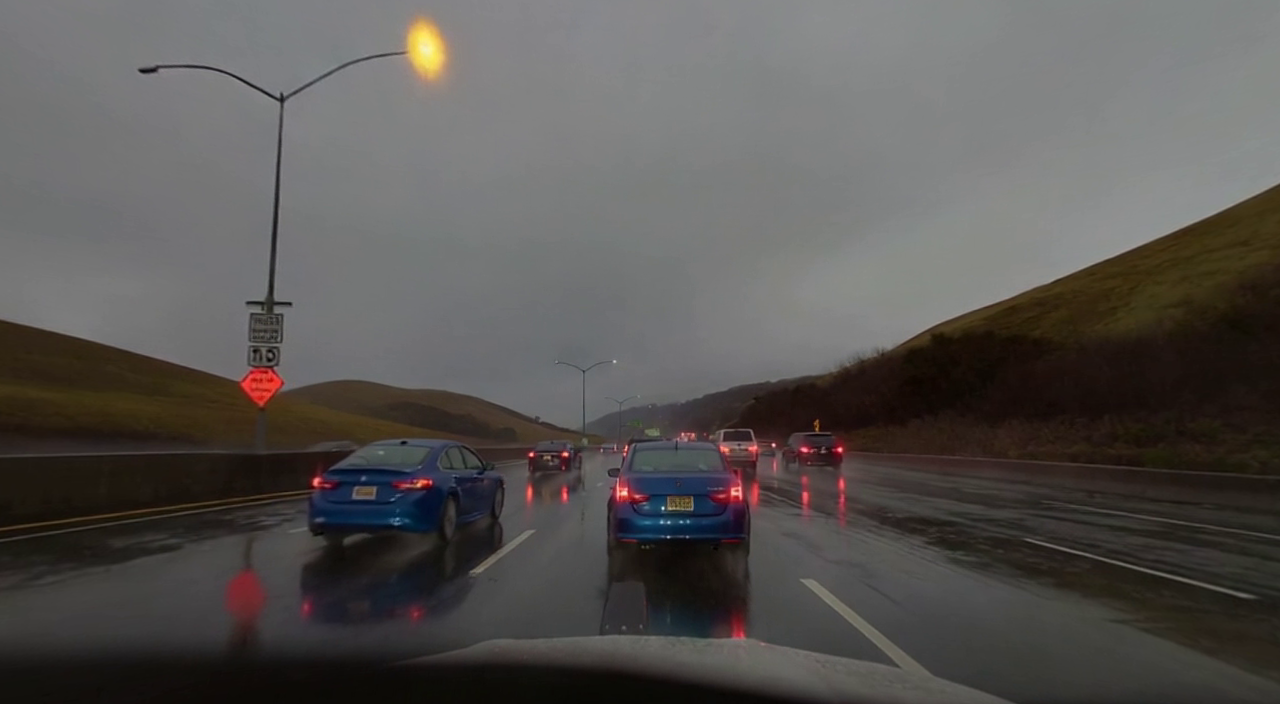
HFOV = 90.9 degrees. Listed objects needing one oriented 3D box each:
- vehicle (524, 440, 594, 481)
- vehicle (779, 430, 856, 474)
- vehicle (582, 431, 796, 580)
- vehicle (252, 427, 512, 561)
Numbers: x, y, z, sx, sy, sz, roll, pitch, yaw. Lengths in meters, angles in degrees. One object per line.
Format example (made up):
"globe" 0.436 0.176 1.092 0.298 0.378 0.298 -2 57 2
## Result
"vehicle" -3.085 4.233 24.873 2.017 1.446 4.384 -1 -8 2
"vehicle" 7.729 4.398 27.959 2.071 1.754 4.586 0 -8 0
"vehicle" 0.503 1.793 8.162 2.072 1.431 3.904 0 -8 1
"vehicle" -3.417 1.962 9.480 2.033 1.513 4.333 0 -8 1
